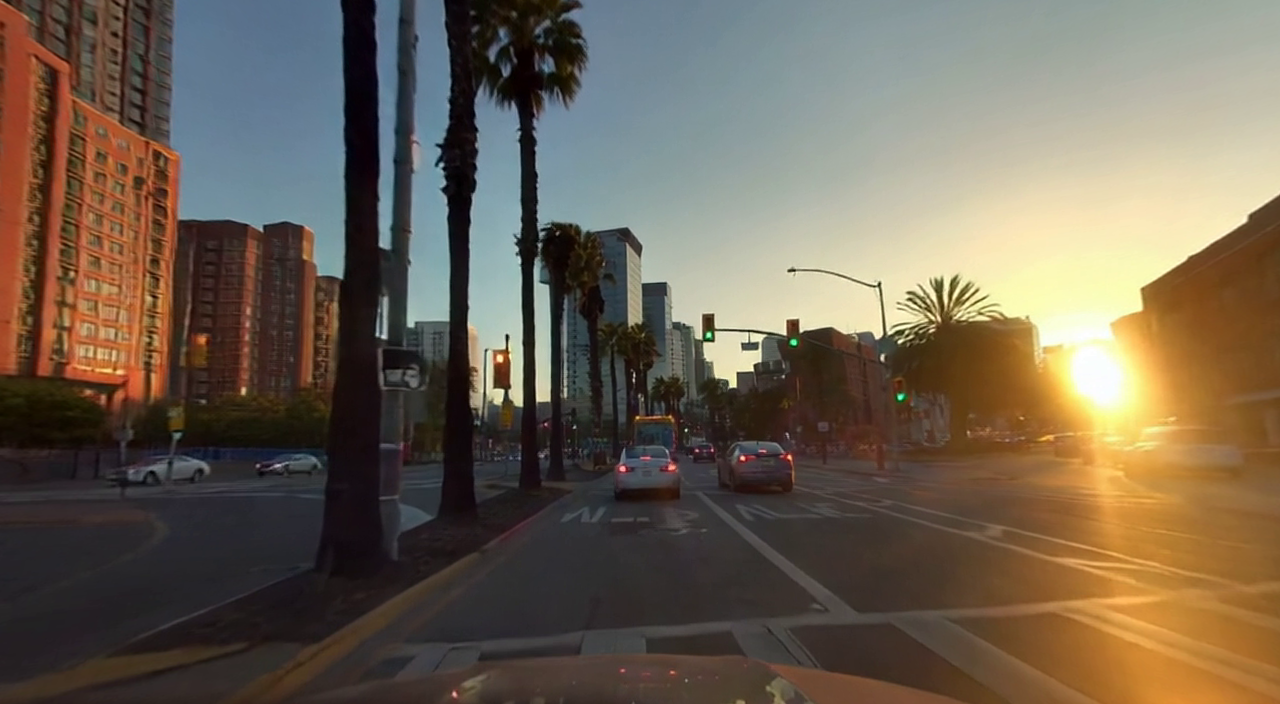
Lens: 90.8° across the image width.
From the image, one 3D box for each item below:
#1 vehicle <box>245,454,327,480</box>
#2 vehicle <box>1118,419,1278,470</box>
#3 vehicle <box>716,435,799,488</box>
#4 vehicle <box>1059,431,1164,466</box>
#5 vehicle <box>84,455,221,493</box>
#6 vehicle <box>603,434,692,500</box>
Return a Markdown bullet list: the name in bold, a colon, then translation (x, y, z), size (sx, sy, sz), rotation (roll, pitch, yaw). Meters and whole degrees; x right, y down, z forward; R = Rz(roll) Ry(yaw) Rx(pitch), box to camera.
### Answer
- **vehicle**: translation (-22.127, 7.190, 39.760), size (1.809, 1.472, 4.601), rotation (-2, -9, 13)
- **vehicle**: translation (20.425, 3.446, 23.469), size (1.959, 1.674, 4.706), rotation (-1, -9, 6)
- **vehicle**: translation (3.583, 3.399, 19.904), size (1.909, 1.500, 3.524), rotation (0, -9, 0)
- **vehicle**: translation (21.506, 4.437, 29.102), size (1.852, 1.455, 4.673), rotation (-2, -9, 9)
- **vehicle**: translation (-21.607, 5.376, 28.275), size (1.844, 1.478, 4.618), rotation (-2, -9, 13)
- **vehicle**: translation (0.208, 2.940, 16.503), size (2.048, 1.503, 3.681), rotation (-1, -9, 1)
